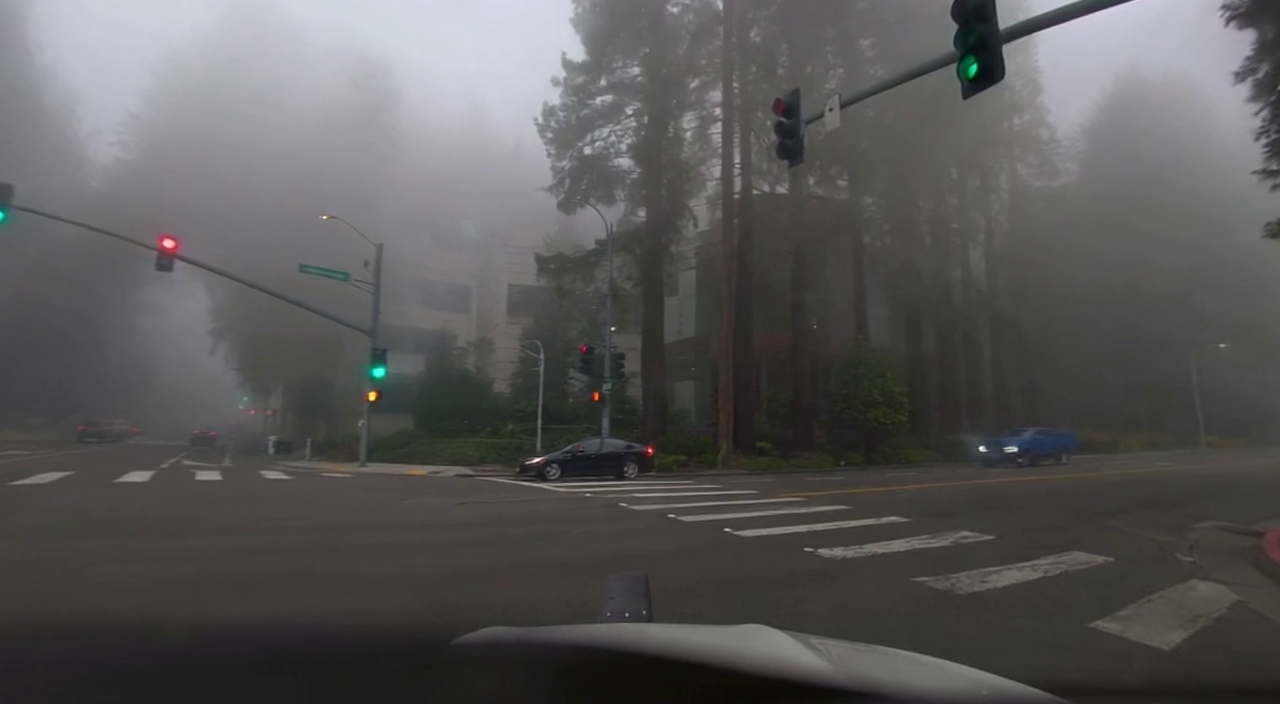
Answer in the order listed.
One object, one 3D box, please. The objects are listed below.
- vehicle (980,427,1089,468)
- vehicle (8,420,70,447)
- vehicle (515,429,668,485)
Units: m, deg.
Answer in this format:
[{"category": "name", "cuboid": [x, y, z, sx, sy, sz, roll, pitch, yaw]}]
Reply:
[{"category": "vehicle", "cuboid": [17.612, 4.235, 28.117, 4.662, 1.687, 2.145, 5, -9, -31]}, {"category": "vehicle", "cuboid": [-41.050, 5.611, 43.172, 2.123, 1.761, 4.322, 5, -10, -32]}, {"category": "vehicle", "cuboid": [-1.343, 2.862, 17.464, 3.816, 1.410, 1.757, 4, -9, -24]}]
